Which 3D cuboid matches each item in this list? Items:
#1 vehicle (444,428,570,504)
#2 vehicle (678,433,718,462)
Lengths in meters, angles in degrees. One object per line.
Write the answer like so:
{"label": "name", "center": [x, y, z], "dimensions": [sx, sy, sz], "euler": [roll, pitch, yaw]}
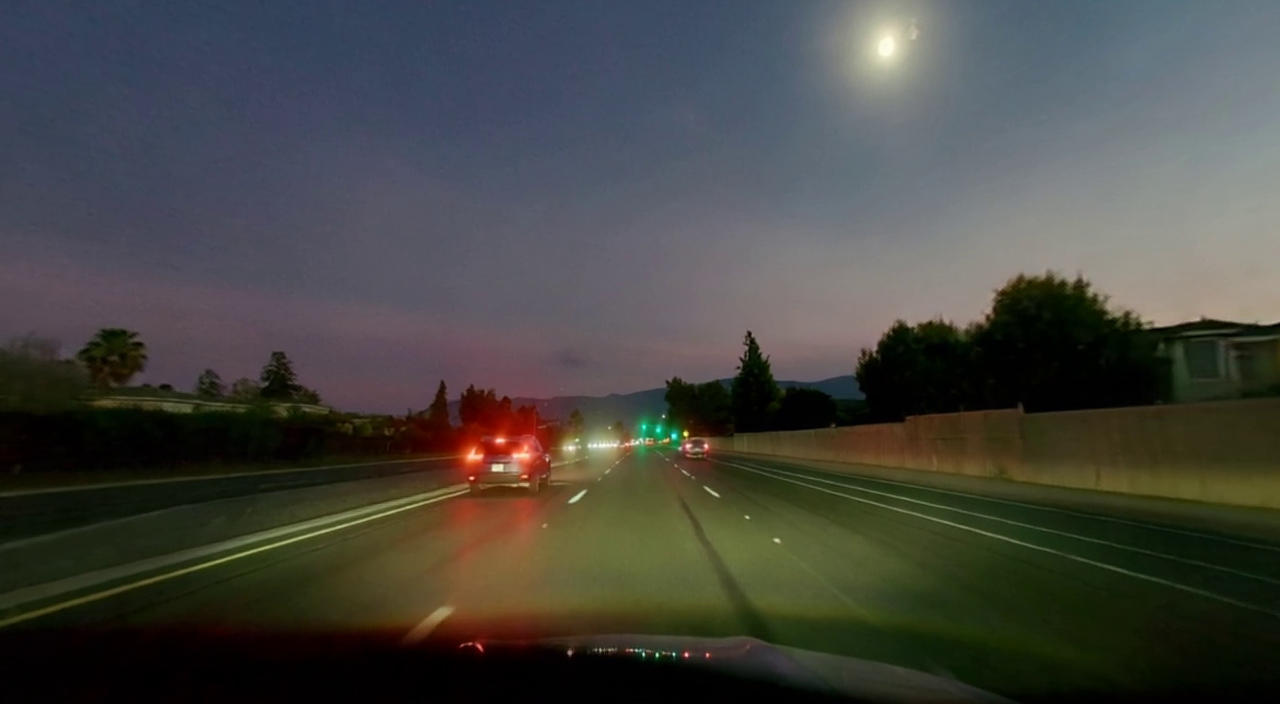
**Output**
{"label": "vehicle", "center": [-2.958, 2.647, 15.049], "dimensions": [1.966, 1.524, 4.410], "euler": [0, -8, 1]}
{"label": "vehicle", "center": [3.776, 6.298, 41.629], "dimensions": [2.114, 1.780, 4.445], "euler": [0, -8, -1]}
